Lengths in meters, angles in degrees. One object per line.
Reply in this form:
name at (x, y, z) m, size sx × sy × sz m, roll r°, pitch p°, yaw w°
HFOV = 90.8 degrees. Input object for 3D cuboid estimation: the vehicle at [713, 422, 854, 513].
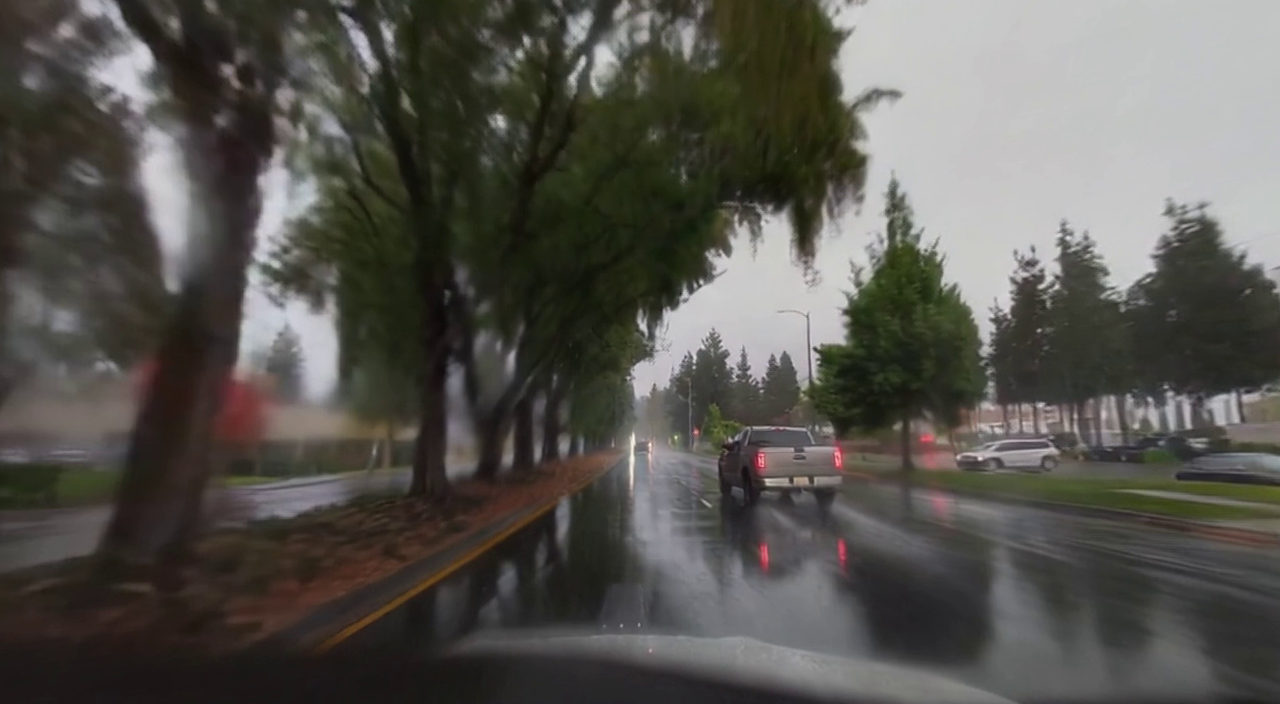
vehicle at (3.213, 2.727, 15.490) m, size 2.138 × 1.836 × 5.245 m, roll 0°, pitch -8°, yaw -1°

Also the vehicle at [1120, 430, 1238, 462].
vehicle at (37.729, 6.664, 44.412) m, size 2.250 × 1.954 × 5.679 m, roll 3°, pitch -11°, yaw -28°

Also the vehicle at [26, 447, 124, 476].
vehicle at (-29.305, 5.679, 32.815) m, size 3.413 × 1.459 × 1.669 m, roll 0°, pitch -8°, yaw 0°

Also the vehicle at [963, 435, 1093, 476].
vehicle at (17.730, 4.756, 29.183) m, size 4.747 × 1.761 × 2.043 m, roll -4°, pitch -9°, yaw 22°

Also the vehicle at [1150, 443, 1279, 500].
vehicle at (17.052, 3.175, 16.992) m, size 4.721 × 1.462 × 2.028 m, roll -4°, pitch -9°, yaw 25°

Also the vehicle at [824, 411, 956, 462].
vehicle at (18.792, 6.412, 47.944) m, size 8.393 × 3.716 × 3.472 m, roll 0°, pitch -9°, yaw -2°

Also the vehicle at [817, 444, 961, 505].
vehicle at (6.729, 3.324, 17.755) m, size 2.012 × 1.460 × 4.812 m, roll 0°, pitch -8°, yaw -1°
